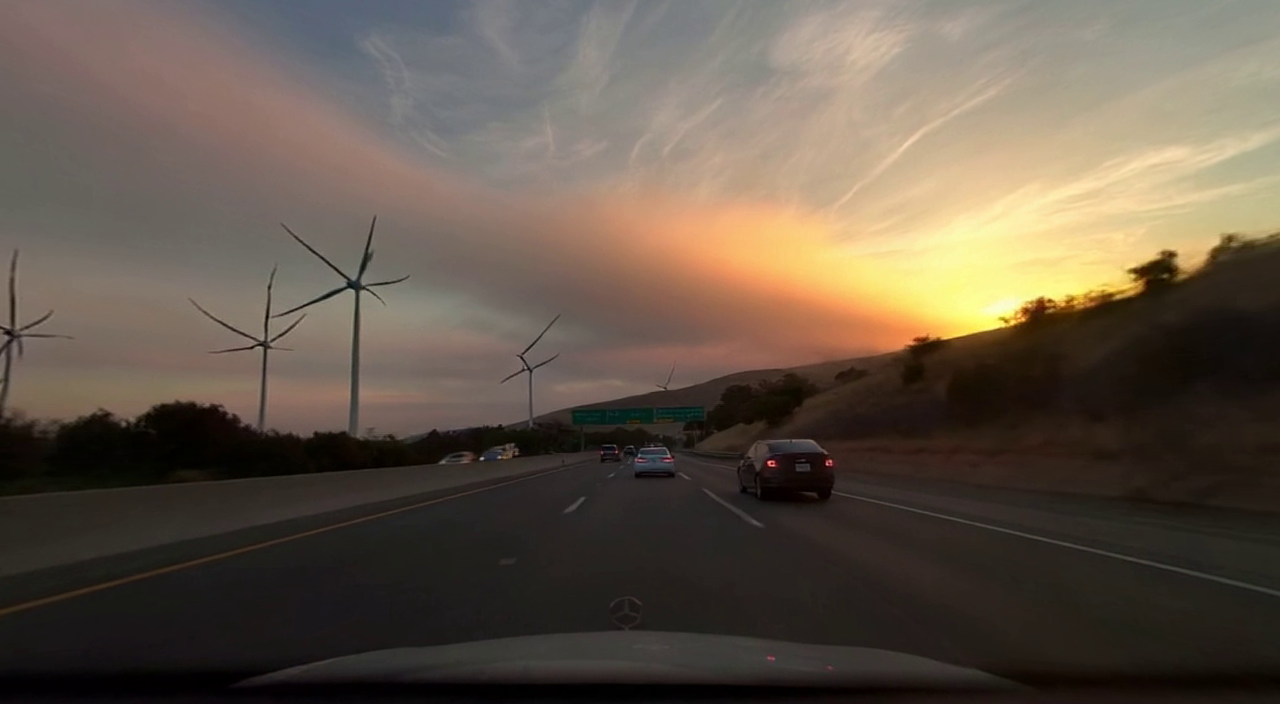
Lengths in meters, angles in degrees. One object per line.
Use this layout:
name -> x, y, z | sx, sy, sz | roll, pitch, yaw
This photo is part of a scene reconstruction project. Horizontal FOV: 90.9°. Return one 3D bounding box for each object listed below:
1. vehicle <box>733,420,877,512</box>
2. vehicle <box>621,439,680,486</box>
vehicle -> 3.783, 2.741, 15.559 | 2.104, 1.861, 4.956 | 0, -9, -1
vehicle -> 0.363, 4.237, 24.350 | 2.083, 1.653, 3.787 | 0, -9, 0
